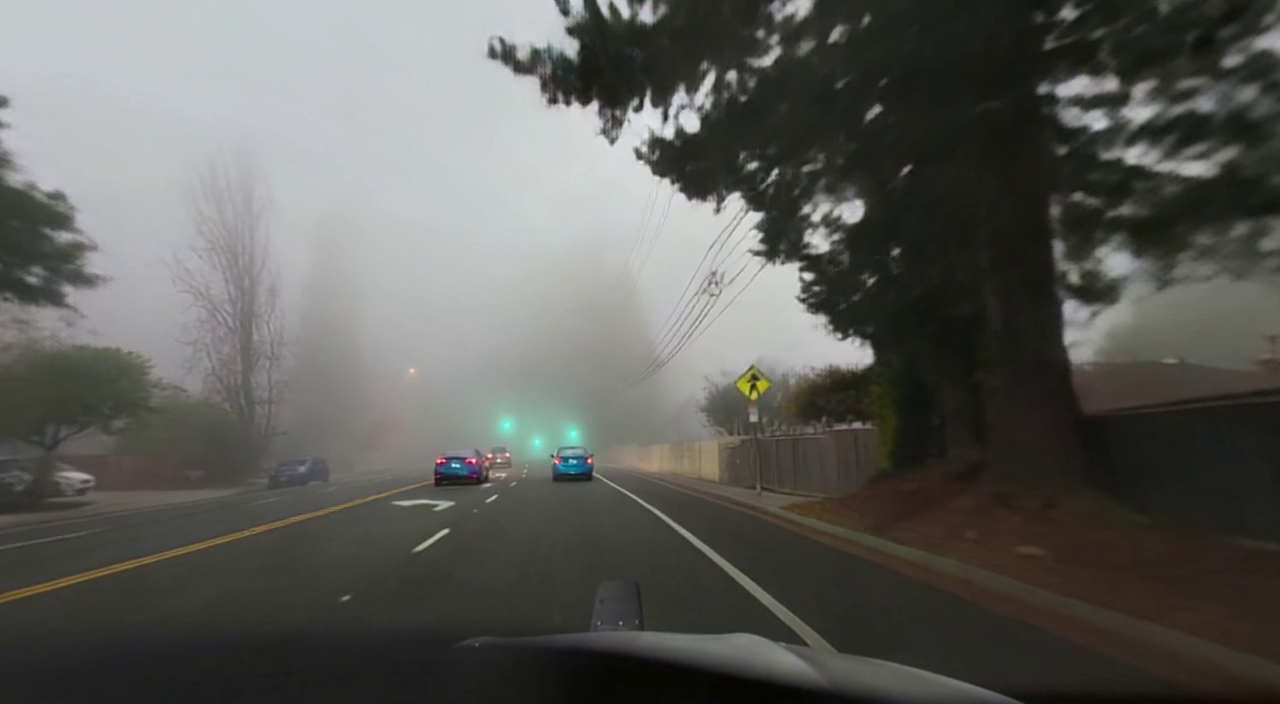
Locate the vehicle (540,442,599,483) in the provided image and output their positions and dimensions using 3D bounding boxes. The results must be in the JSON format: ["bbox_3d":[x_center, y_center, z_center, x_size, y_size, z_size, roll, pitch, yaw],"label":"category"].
[{"bbox_3d":[-2.921,4.432,25.693,2.168,1.504,4.284,1,-9,-8],"label":"vehicle"}]

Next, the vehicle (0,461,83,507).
[{"bbox_3d":[-23.997,5.045,23.892,3.916,1.509,1.804,-2,-8,-13],"label":"vehicle"}]

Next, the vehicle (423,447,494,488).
[{"bbox_3d":[-6.793,4.333,24.069,1.913,1.425,4.235,1,-9,-7],"label":"vehicle"}]

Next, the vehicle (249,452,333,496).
[{"bbox_3d":[-18.820,6.538,34.415,2.094,2.000,5.603,2,-7,-8],"label":"vehicle"}]
